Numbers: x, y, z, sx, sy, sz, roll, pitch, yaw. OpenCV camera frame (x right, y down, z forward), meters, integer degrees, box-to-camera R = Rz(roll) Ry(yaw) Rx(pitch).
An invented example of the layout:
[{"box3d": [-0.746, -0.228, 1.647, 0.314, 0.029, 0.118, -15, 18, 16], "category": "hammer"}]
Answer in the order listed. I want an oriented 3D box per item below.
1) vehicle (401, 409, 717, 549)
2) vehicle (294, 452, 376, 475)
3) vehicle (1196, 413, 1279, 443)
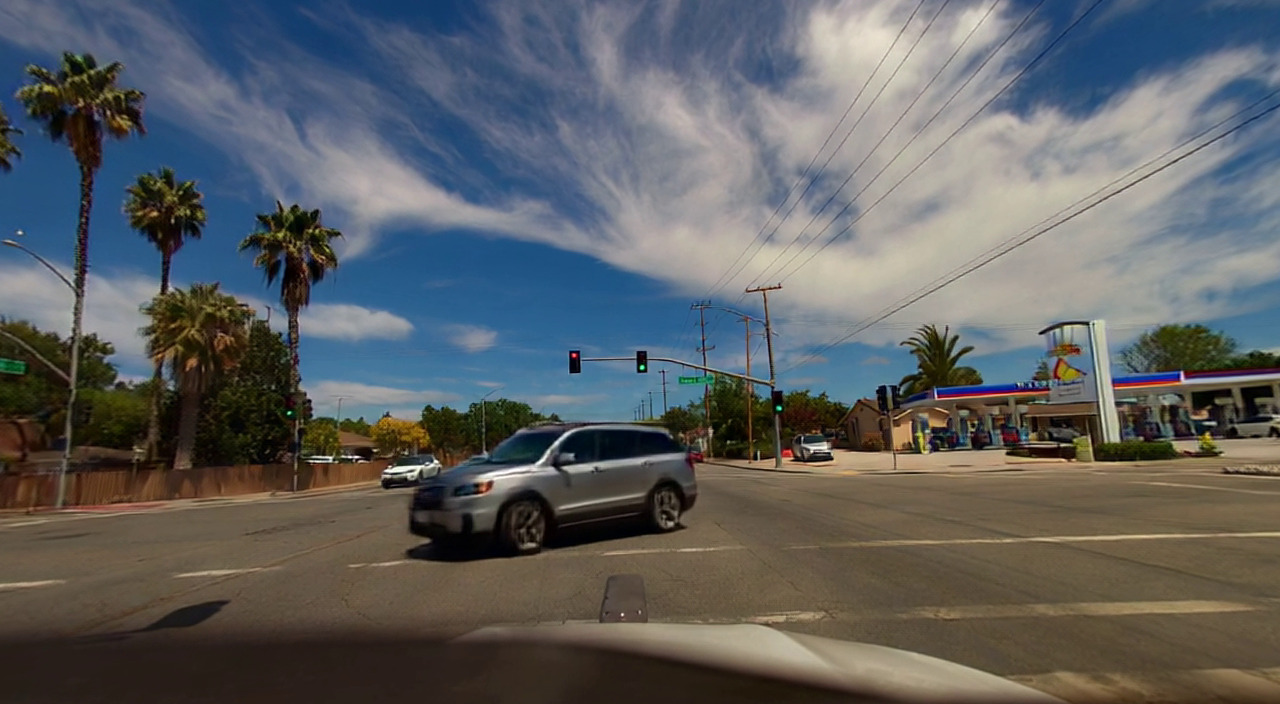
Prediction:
[{"box3d": [-1.119, 2.023, 10.784, 5.086, 1.817, 1.952, 7, -12, -42], "category": "vehicle"}, {"box3d": [-20.944, 7.681, 43.514, 4.672, 1.469, 1.816, -1, -9, -2], "category": "vehicle"}, {"box3d": [38.302, 4.791, 39.971, 4.488, 1.447, 1.765, -5, -8, -1], "category": "vehicle"}]
